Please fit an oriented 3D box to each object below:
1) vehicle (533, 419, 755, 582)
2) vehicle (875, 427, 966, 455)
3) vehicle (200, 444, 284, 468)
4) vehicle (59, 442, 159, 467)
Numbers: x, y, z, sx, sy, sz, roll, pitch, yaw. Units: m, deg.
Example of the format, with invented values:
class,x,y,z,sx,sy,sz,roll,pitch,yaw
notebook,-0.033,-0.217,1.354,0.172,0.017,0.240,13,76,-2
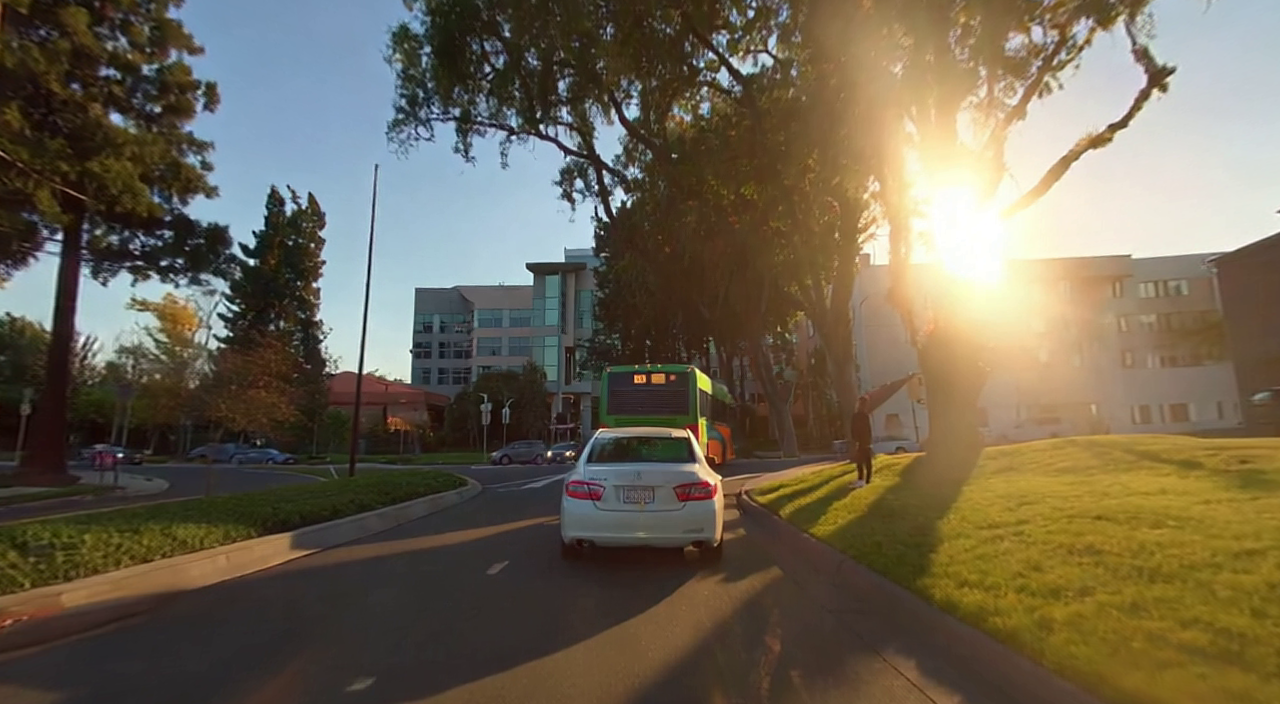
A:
class,x,y,z,sx,sy,sz,roll,pitch,yaw
vehicle,0.067,1.649,7.787,2.020,1.478,3.922,0,-8,1
vehicle,15.822,5.056,35.654,4.338,1.464,1.782,-6,-10,35
vehicle,-25.981,6.794,41.333,4.403,1.422,1.697,4,-9,-26
vehicle,-32.071,6.192,38.212,4.473,1.442,1.743,7,-11,-39
